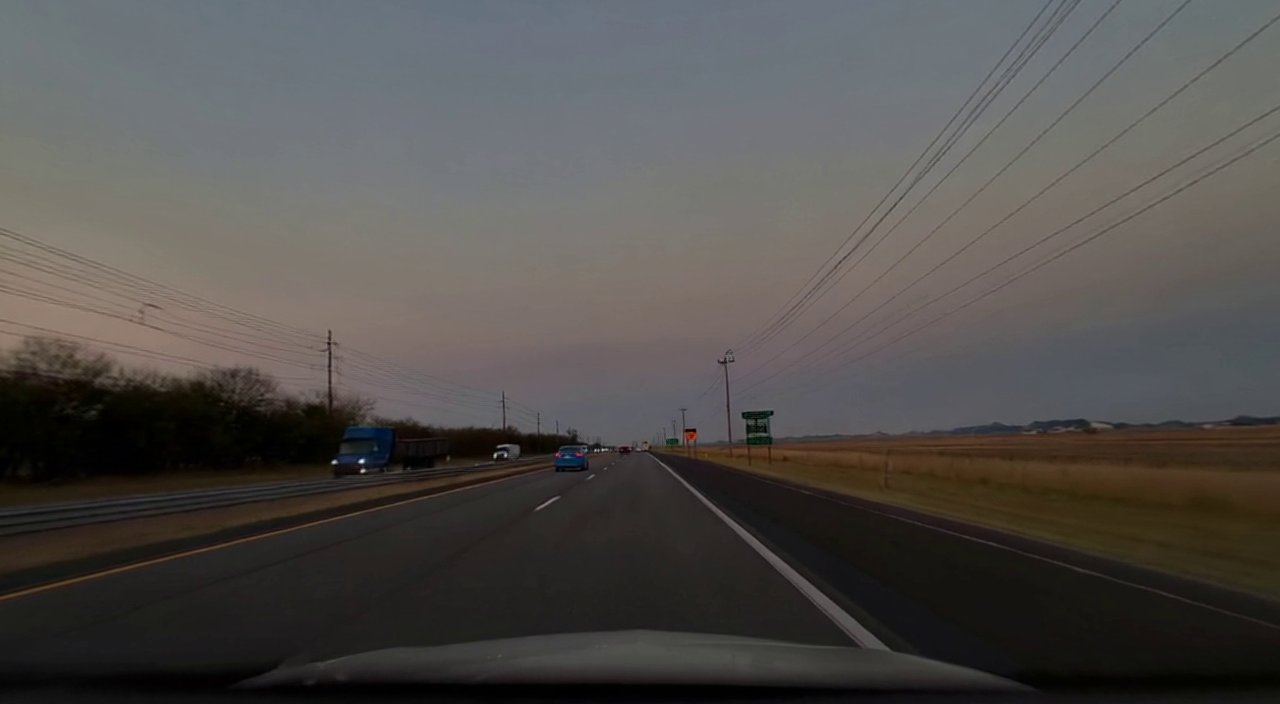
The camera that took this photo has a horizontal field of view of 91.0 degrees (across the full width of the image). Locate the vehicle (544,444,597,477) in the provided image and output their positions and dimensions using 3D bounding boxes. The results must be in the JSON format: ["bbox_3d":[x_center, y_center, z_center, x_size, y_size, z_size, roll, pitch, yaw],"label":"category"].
[{"bbox_3d":[-3.424,5.443,31.914,2.106,1.543,4.465,0,-9,1],"label":"vehicle"}]
